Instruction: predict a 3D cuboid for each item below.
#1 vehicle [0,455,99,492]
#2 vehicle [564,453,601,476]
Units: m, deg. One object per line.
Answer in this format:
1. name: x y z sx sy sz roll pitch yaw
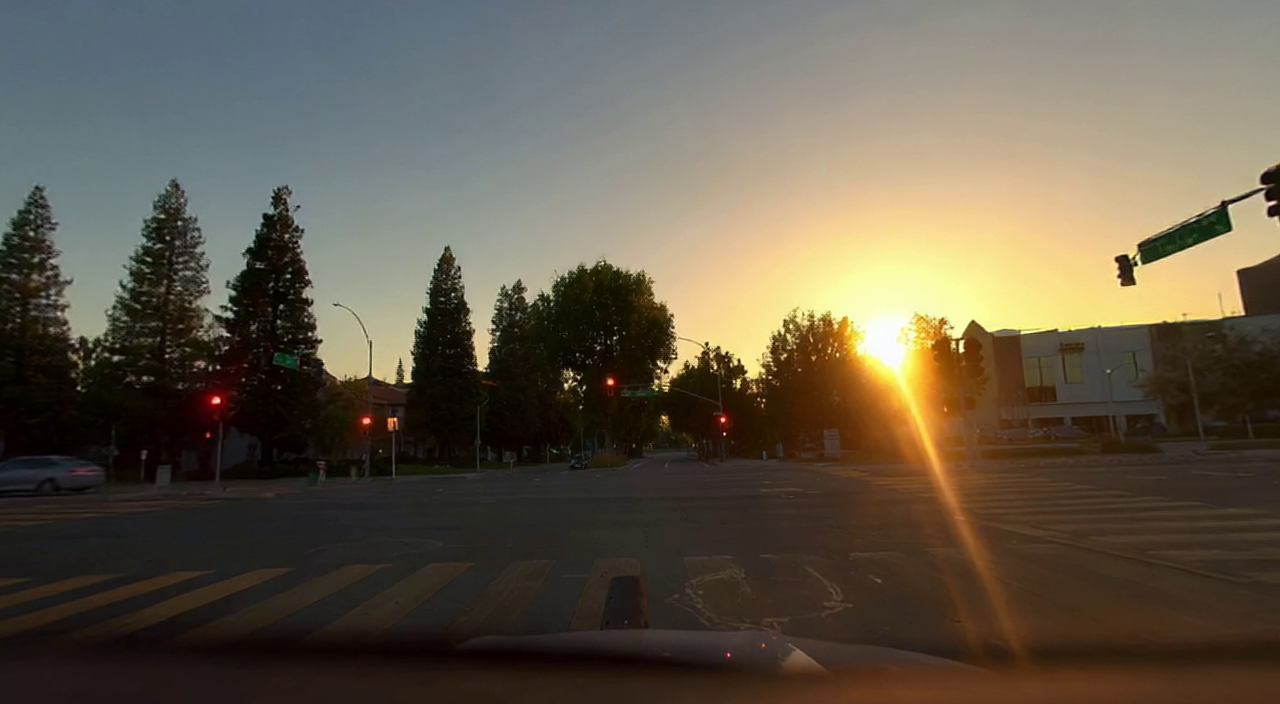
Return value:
1. vehicle: -33.374 6.584 34.319 5.762 1.886 2.241 0 -8 2
2. vehicle: -4.467 8.842 49.837 2.030 1.704 4.205 -1 -8 7
